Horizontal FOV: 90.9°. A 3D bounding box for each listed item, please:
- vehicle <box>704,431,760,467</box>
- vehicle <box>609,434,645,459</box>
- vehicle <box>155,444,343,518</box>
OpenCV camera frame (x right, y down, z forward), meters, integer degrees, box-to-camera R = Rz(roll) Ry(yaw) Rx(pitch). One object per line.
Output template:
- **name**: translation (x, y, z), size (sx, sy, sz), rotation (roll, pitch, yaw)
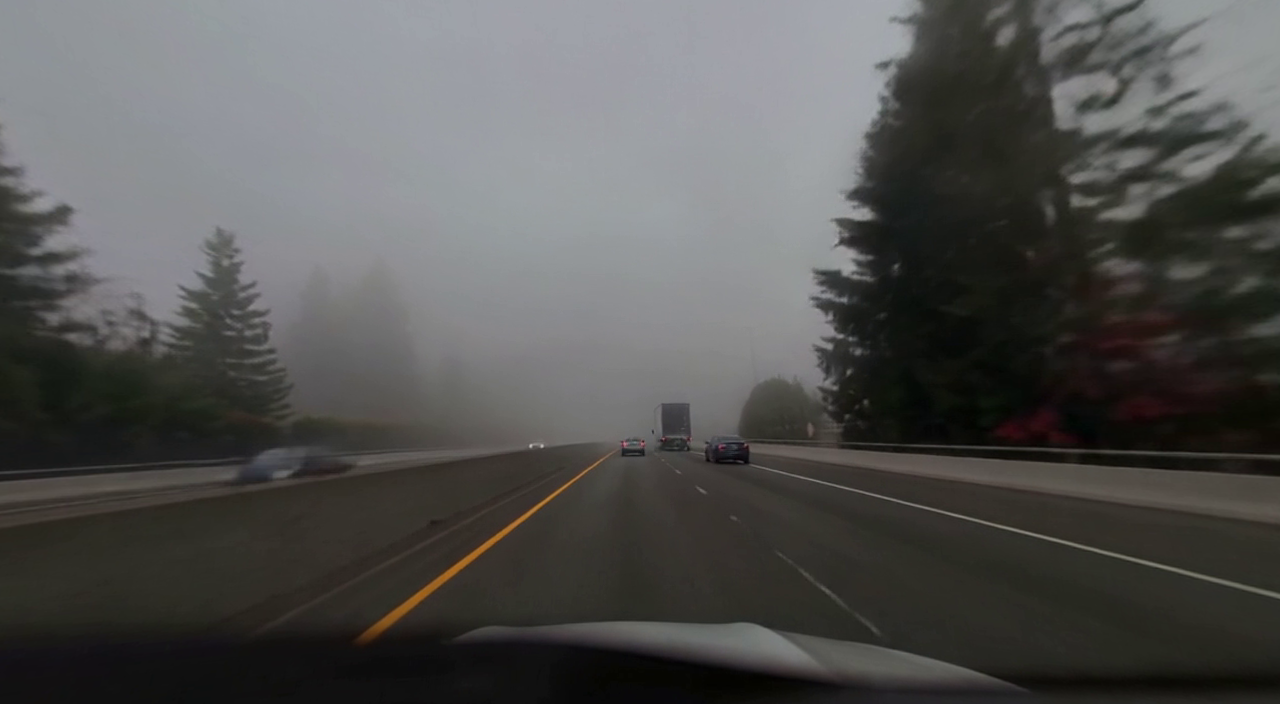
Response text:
- **vehicle**: translation (4.256, 4.557, 29.832), size (1.930, 1.573, 3.853), rotation (0, -8, -2)
- **vehicle**: translation (-0.842, 6.004, 40.201), size (2.163, 1.466, 3.693), rotation (0, -8, -1)
- **vehicle**: translation (-9.151, 2.990, 15.302), size (1.820, 1.451, 4.375), rotation (0, -8, -1)
